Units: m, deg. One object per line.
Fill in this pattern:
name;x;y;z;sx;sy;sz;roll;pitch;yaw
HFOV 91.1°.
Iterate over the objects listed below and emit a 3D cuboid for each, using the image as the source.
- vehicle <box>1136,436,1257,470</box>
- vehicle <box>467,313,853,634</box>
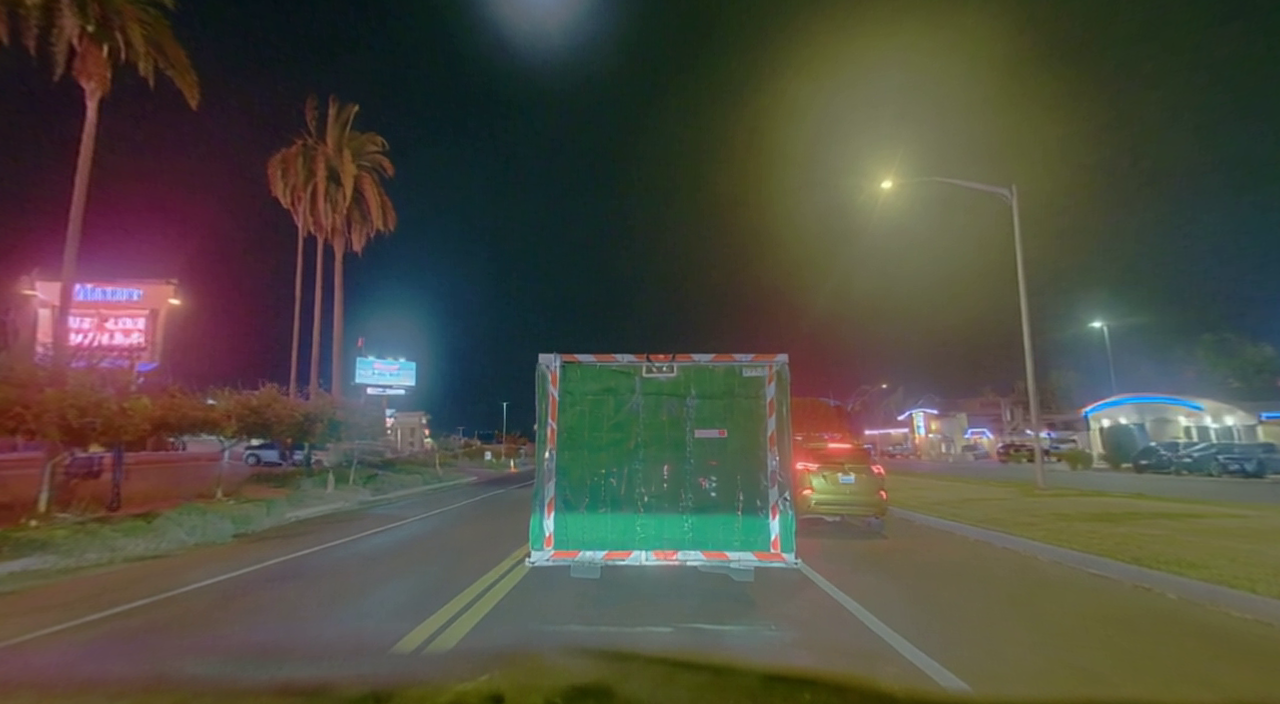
vehicle;28.567;5.184;32.443;4.193;1.633;1.928;-4;-9;26
vehicle;0.120;1.331;7.813;2.728;2.305;6.506;0;-9;0
